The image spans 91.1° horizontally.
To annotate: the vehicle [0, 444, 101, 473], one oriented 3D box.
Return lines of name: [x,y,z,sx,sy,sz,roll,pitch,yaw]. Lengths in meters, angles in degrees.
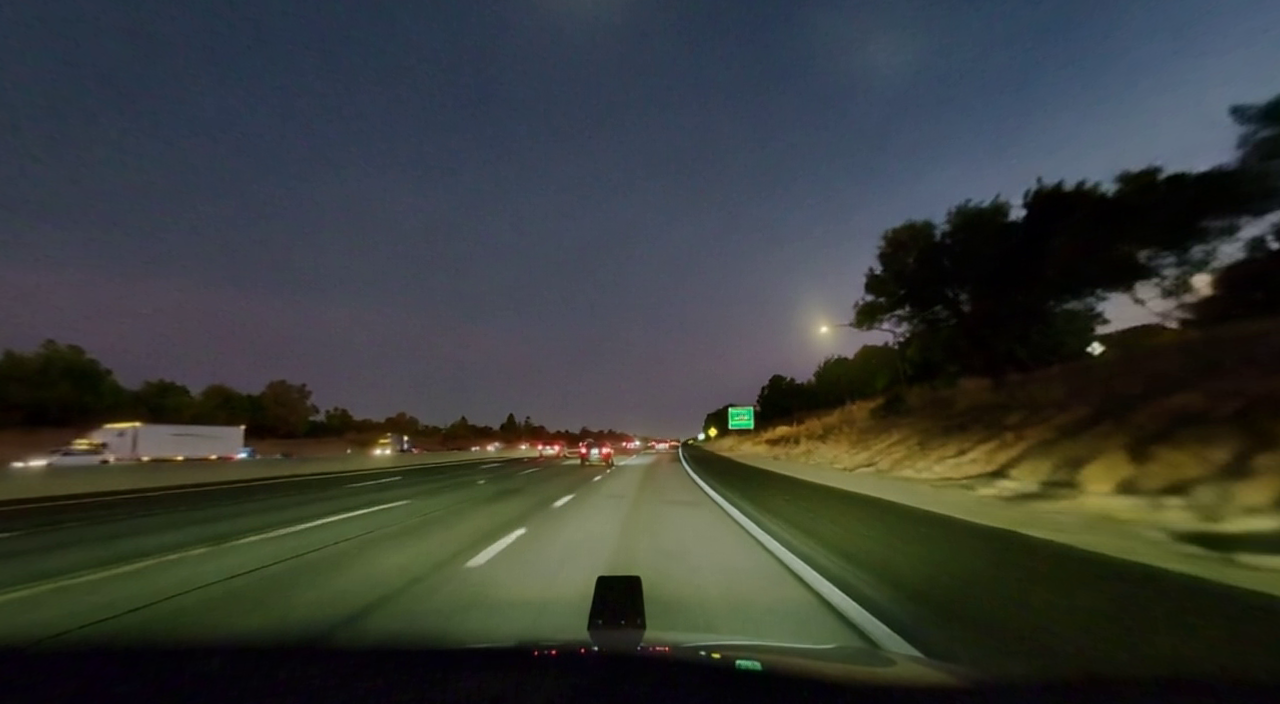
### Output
vehicle: [-40.853,7.298,43.335,2.024,1.820,5.703,0,-8,2]

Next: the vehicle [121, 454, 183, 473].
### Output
vehicle: [-36.557,8.336,47.147,1.550,1.275,3.866,-1,-8,0]

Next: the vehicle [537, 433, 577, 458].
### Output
vehicle: [-6.027,6.883,46.058,2.078,1.729,4.722,0,-8,3]

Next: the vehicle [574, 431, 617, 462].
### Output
vehicle: [-2.622,5.719,37.892,2.194,1.766,3.720,0,-8,2]
